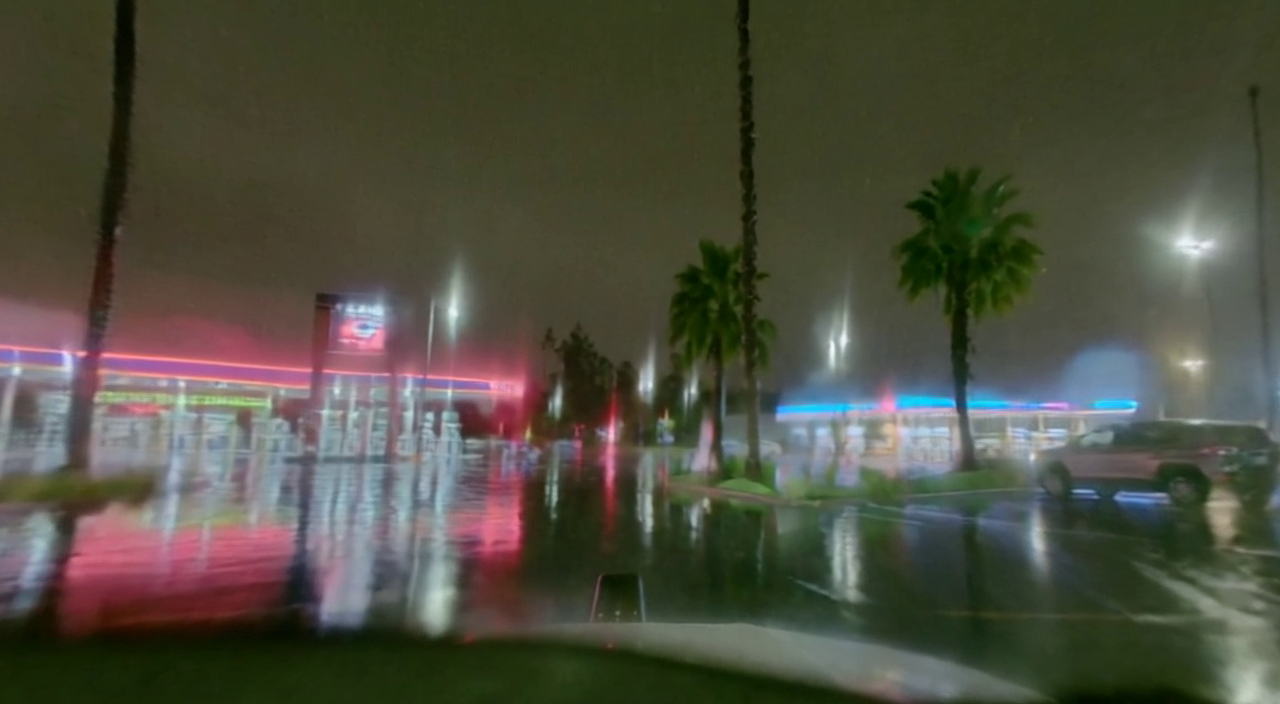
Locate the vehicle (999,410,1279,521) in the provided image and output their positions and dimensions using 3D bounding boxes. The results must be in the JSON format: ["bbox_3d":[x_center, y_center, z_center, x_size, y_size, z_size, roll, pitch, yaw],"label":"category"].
[{"bbox_3d":[10.483,2.286,13.267,2.028,1.850,4.731,4,-9,-24],"label":"vehicle"}]

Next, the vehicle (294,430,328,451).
[{"bbox_3d":[-24.689,6.648,47.517,1.901,1.463,3.948,3,-9,-22],"label":"vehicle"}]
